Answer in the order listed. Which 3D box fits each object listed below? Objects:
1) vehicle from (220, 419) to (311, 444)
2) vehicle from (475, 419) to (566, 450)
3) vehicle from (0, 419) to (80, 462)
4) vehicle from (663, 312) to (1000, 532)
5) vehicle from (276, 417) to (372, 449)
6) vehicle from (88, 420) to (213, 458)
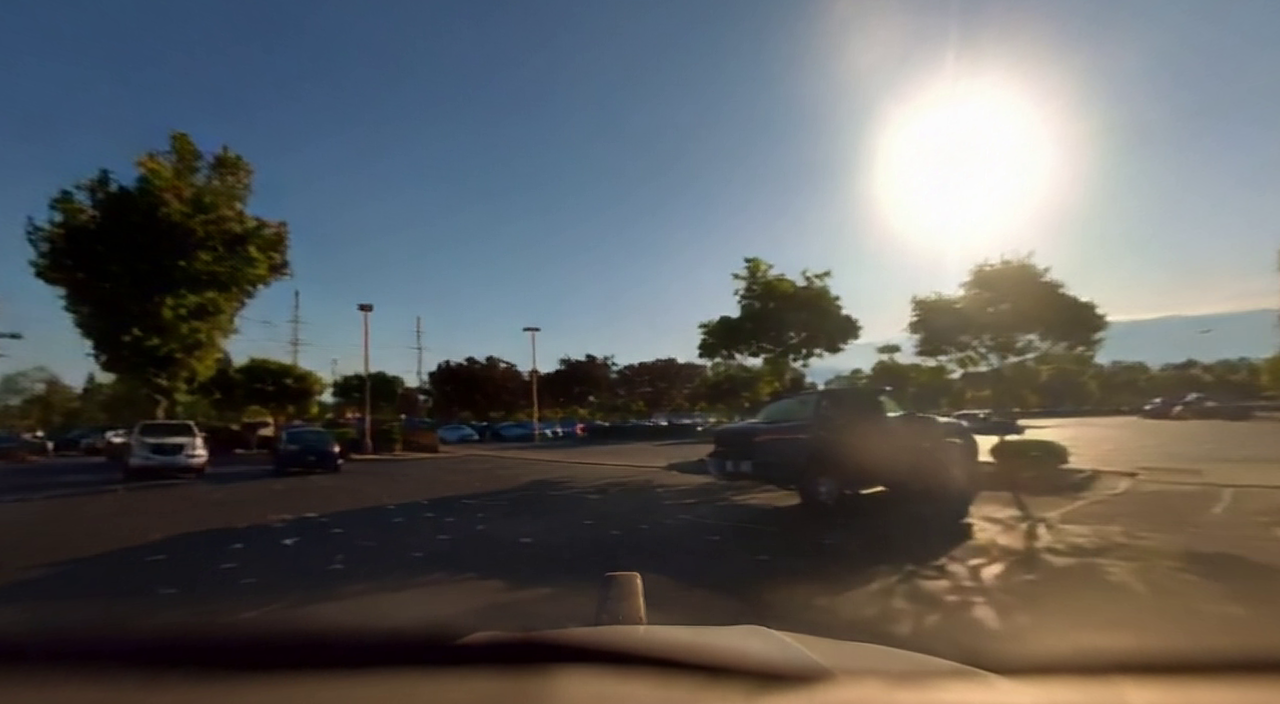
[{"bbox_3d":[-23.960,5.148,40.564,1.839,1.484,4.601,-8,-11,40],"label":"vehicle"},{"bbox_3d":[-5.843,4.110,31.265,4.106,1.449,1.760,7,-12,-43],"label":"vehicle"},{"bbox_3d":[-28.240,3.996,28.060,4.939,1.664,2.055,3,-13,-43],"label":"vehicle"},{"bbox_3d":[2.971,1.063,9.082,5.237,2.257,2.200,7,-11,-43],"label":"vehicle"},{"bbox_3d":[-18.519,4.722,37.197,1.981,1.687,4.660,-7,-8,44],"label":"vehicle"},{"bbox_3d":[-24.419,4.292,31.631,4.666,1.634,1.816,5,-7,-43],"label":"vehicle"}]
